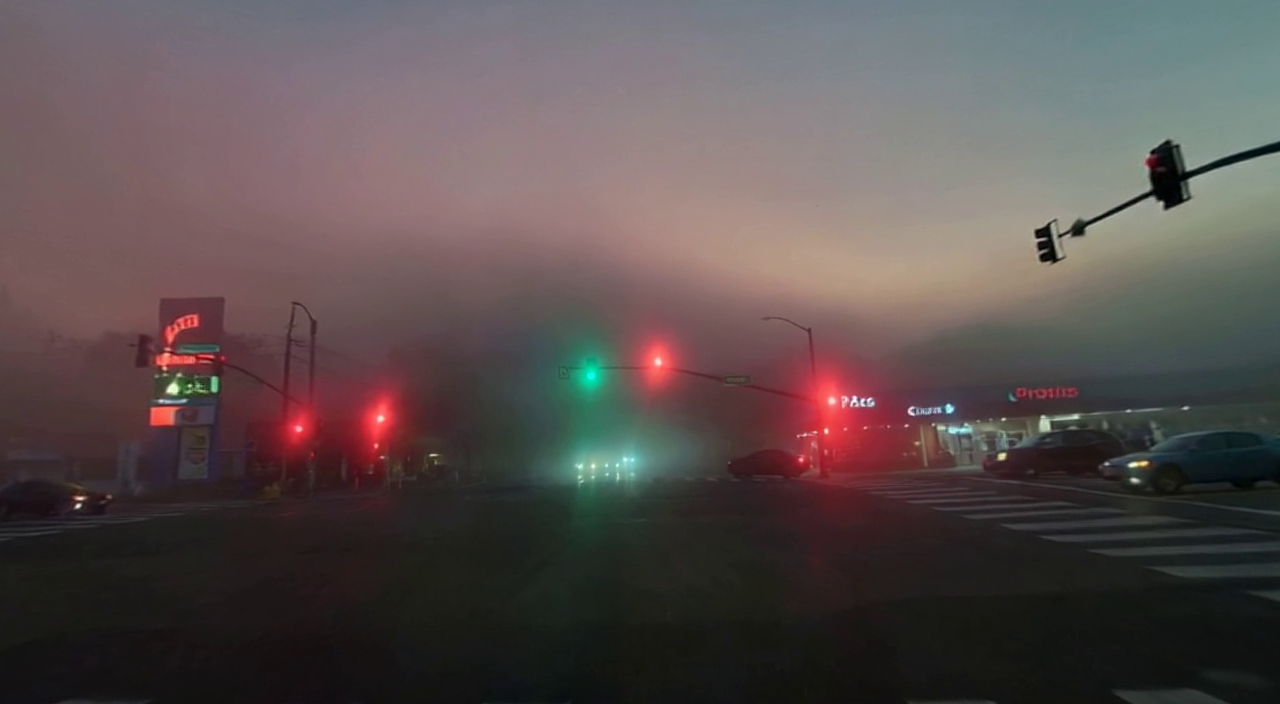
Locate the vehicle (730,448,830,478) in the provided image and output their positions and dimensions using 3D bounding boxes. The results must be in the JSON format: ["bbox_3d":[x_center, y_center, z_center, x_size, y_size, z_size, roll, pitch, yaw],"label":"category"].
[{"bbox_3d":[7.418,5.878,33.650,4.728,1.468,2.083,-7,-11,37],"label":"vehicle"}]

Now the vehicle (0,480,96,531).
[{"bbox_3d":[-21.150,5.031,20.919,4.676,1.463,1.909,-1,-8,6],"label":"vehicle"}]

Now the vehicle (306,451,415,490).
[{"bbox_3d":[-21.295,9.016,48.444,6.991,2.792,2.607,0,-8,-3],"label":"vehicle"}]

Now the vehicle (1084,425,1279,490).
[{"bbox_3d":[14.409,2.643,15.907,4.835,1.487,1.913,-4,-9,20],"label":"vehicle"}]

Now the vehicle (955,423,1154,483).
[{"bbox_3d":[12.990,3.225,20.248,4.916,1.730,1.986,-4,-9,22],"label":"vehicle"}]
